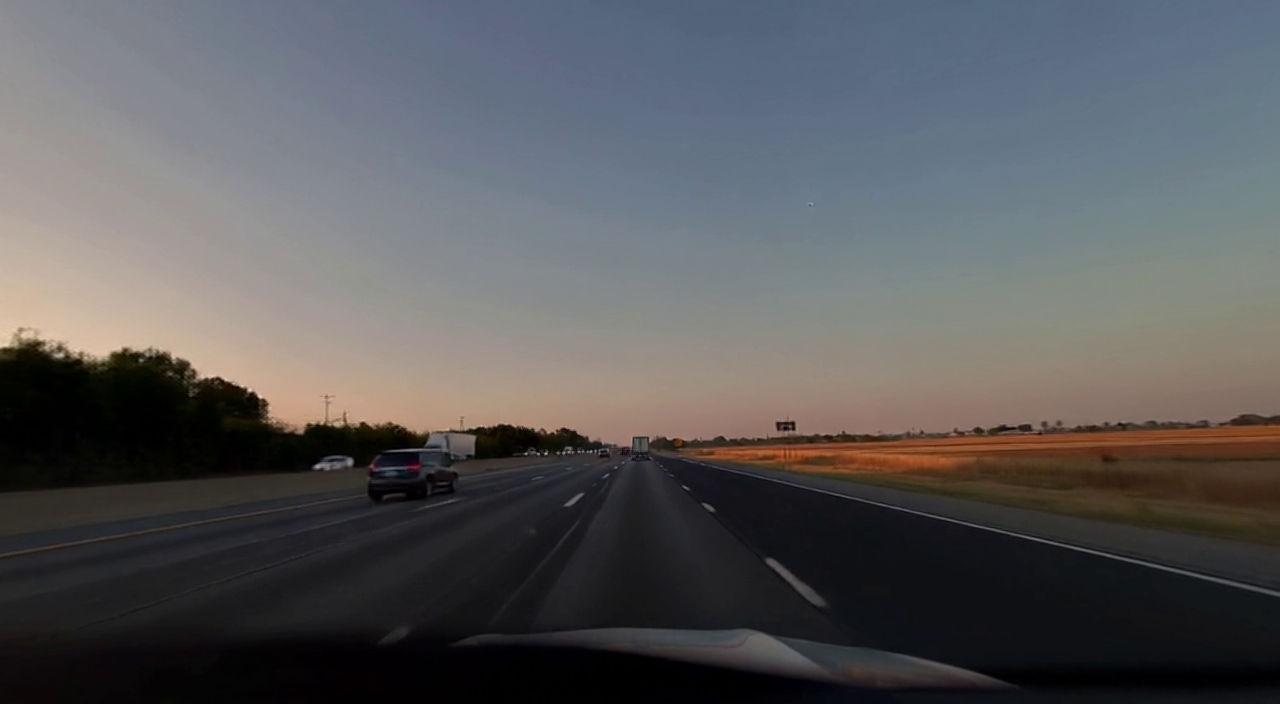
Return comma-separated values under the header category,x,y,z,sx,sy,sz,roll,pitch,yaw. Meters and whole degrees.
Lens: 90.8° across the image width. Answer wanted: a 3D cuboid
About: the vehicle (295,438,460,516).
category,x,y,z,sx,sy,sz,roll,pitch,yaw
vehicle,-6.511,3.163,16.405,2.234,1.698,4.634,0,-9,1
